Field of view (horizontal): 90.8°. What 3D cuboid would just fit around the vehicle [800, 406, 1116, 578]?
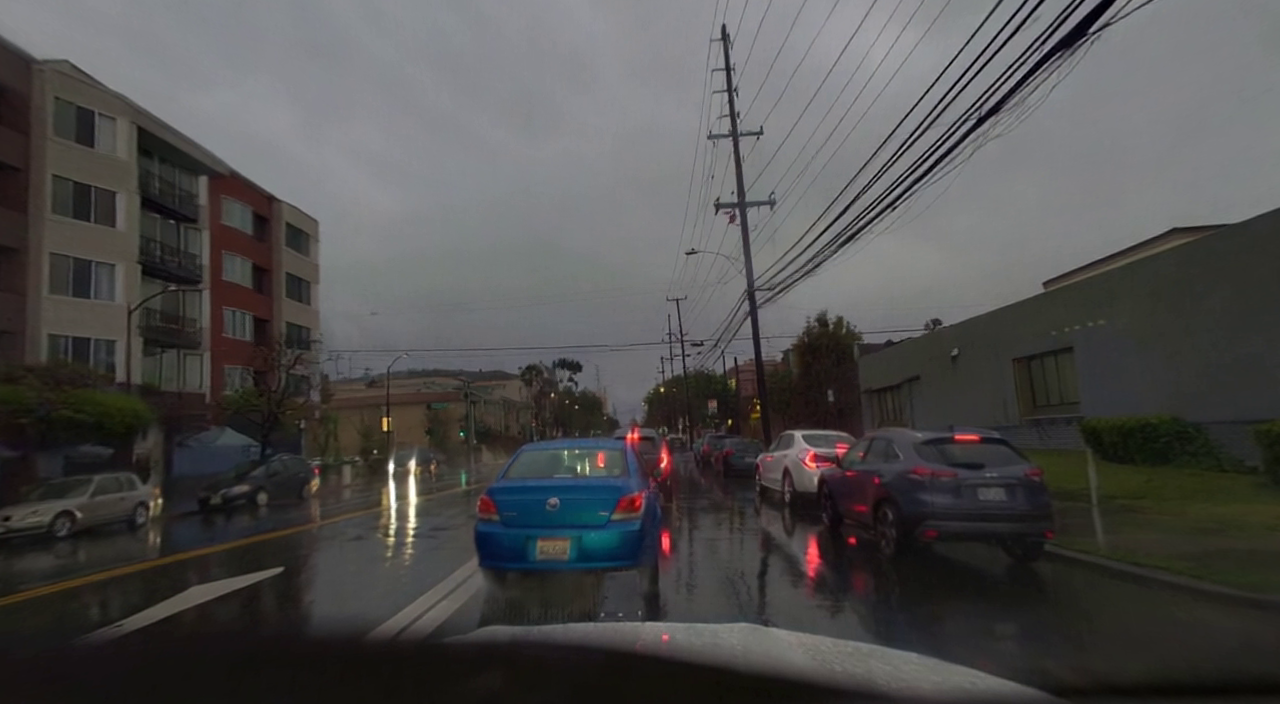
[{"bbox_3d":[3.788,1.747,8.656,1.967,1.721,4.410,0,-8,-1],"label":"vehicle"}]

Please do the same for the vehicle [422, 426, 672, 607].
[{"bbox_3d":[-0.741,1.680,7.486,2.019,1.453,4.603,0,-8,0],"label":"vehicle"}]

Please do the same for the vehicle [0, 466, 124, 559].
[{"bbox_3d":[-11.904,2.887,11.058,1.850,1.487,4.711,-3,-8,-1],"label":"vehicle"}]

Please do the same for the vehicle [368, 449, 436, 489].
[{"bbox_3d":[-11.937,5.872,31.993,2.011,1.687,4.079,-4,-8,-3],"label":"vehicle"}]

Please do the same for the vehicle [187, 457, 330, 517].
[{"bbox_3d":[-11.888,4.197,20.106,1.868,1.491,4.367,-3,-9,0],"label":"vehicle"}]
